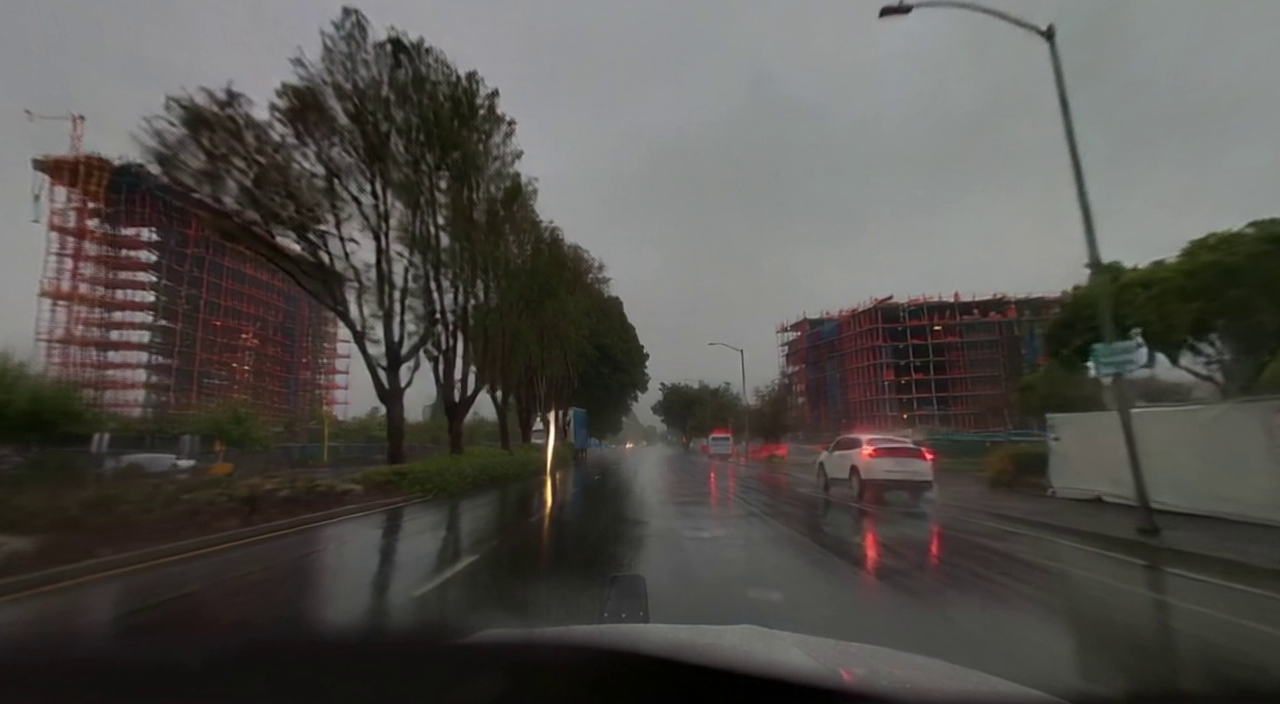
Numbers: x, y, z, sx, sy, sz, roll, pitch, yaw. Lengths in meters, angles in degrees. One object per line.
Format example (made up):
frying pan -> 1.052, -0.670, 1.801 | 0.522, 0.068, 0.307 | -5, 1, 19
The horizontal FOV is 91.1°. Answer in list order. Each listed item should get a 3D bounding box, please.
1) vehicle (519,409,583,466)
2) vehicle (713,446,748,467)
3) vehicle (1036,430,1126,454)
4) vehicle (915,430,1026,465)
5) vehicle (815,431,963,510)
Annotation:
vehicle -> -6.722, 6.748, 49.247 | 3.071, 3.982, 10.729 | 0, -8, 2
vehicle -> 6.881, 7.990, 48.158 | 1.933, 1.488, 4.736 | 0, -8, 0
vehicle -> 29.544, 6.026, 42.145 | 4.455, 1.607, 1.950 | 0, -7, 2
vehicle -> 16.595, 4.818, 31.646 | 4.422, 1.677, 2.004 | 0, -9, -1
vehicle -> 6.708, 3.227, 17.659 | 2.169, 1.880, 4.849 | 0, -9, 0
